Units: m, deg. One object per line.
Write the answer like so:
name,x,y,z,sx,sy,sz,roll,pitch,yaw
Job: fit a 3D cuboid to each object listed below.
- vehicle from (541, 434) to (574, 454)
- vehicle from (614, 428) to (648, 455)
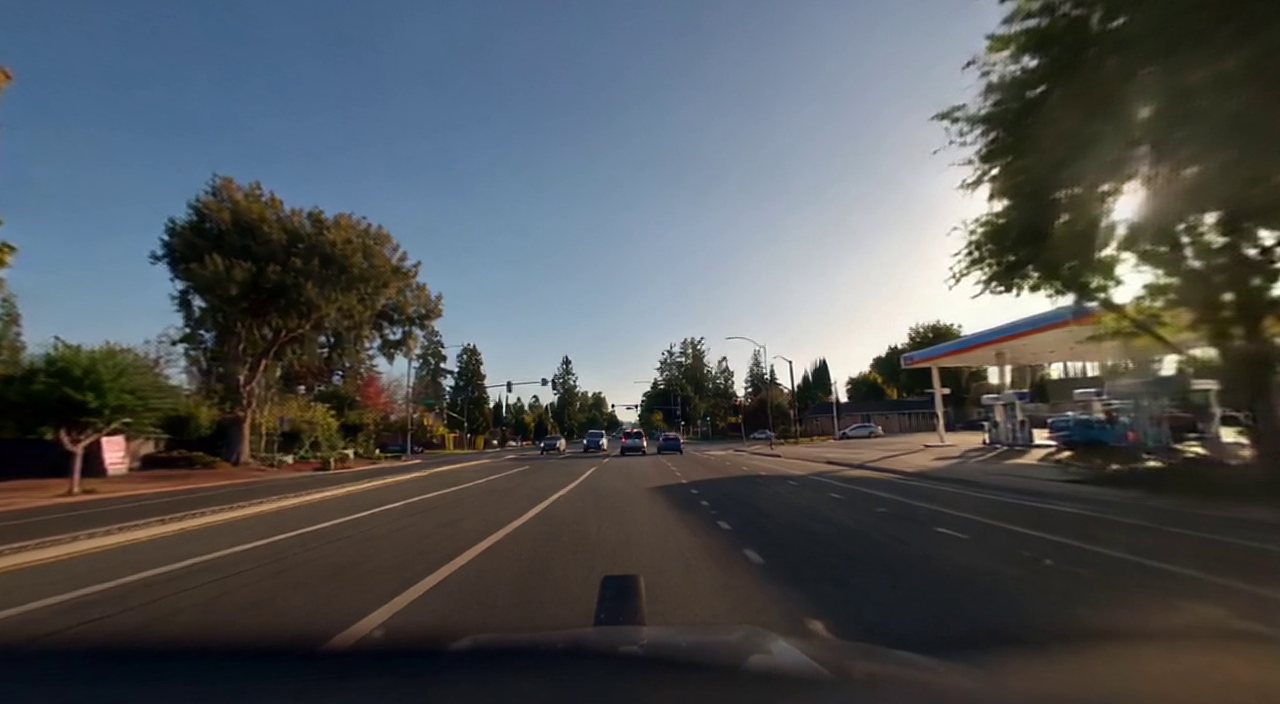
vehicle,-6.378,7.207,49.139,2.033,1.442,4.668,0,-8,-1
vehicle,-0.615,6.096,42.790,2.146,1.742,4.095,0,-8,-1
